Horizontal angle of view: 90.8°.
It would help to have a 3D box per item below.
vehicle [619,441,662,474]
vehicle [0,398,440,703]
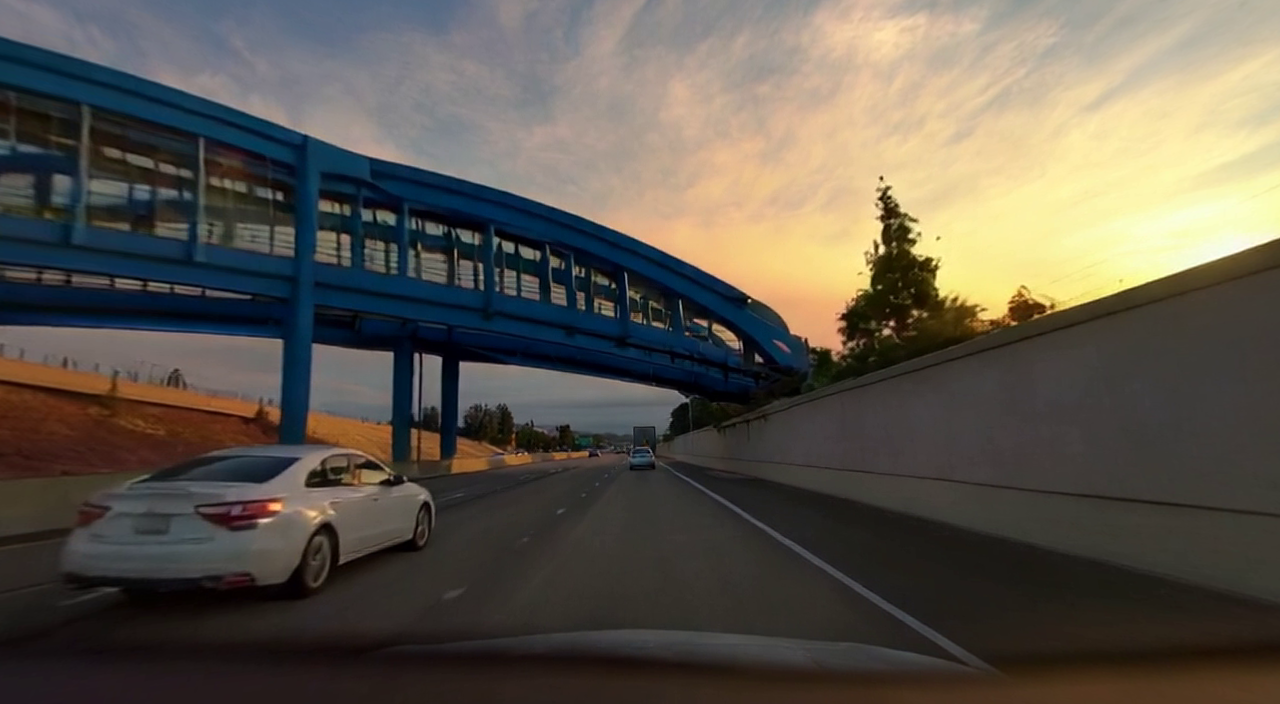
[{"bbox_3d":[0.009,6.018,36.161,2.299,1.716,4.579,0,-9,0],"label":"vehicle"},{"bbox_3d":[-3.360,1.300,4.731,2.095,1.498,4.854,0,-9,0],"label":"vehicle"}]
